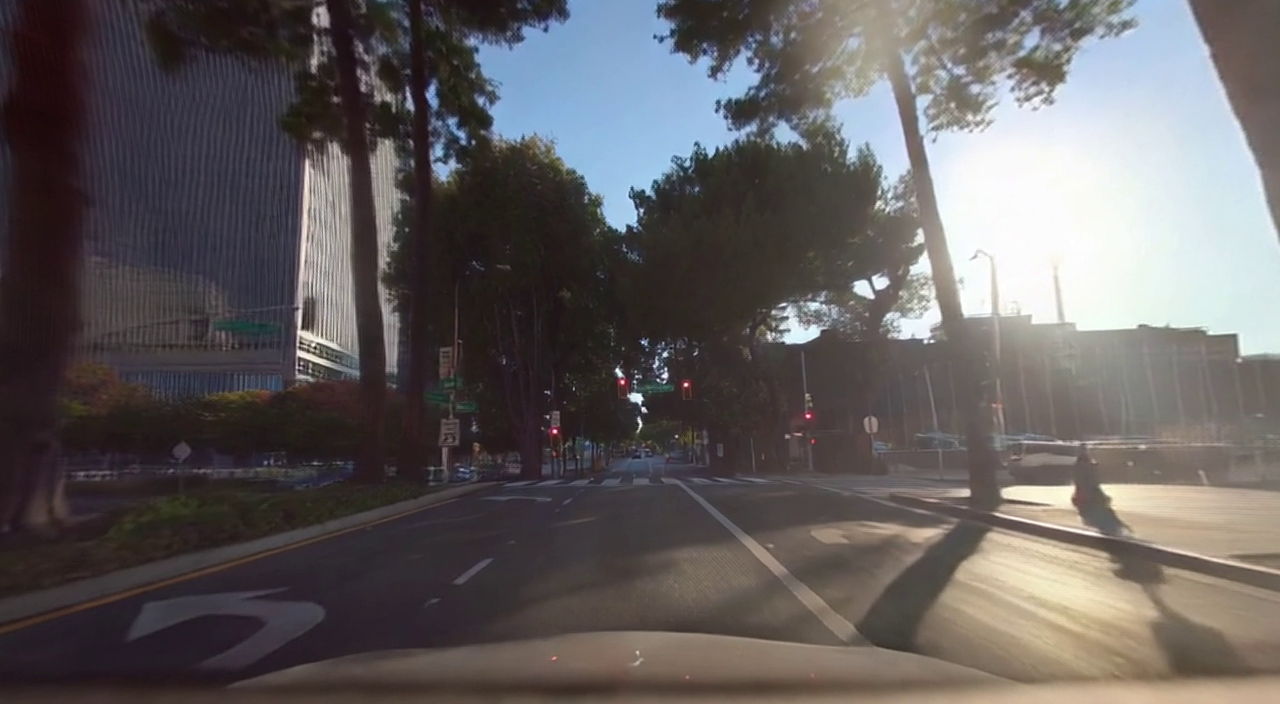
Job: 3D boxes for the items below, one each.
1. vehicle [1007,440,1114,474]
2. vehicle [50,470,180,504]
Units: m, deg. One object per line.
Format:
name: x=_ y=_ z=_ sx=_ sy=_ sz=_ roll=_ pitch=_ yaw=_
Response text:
vehicle: x=21.318 y=5.328 z=32.170 sx=3.967 sy=1.636 sz=1.932 roll=-1 pitch=-9 yaw=1
vehicle: x=-26.585 y=6.857 z=32.111 sx=4.758 sy=1.549 sz=2.194 roll=-1 pitch=-9 yaw=4
